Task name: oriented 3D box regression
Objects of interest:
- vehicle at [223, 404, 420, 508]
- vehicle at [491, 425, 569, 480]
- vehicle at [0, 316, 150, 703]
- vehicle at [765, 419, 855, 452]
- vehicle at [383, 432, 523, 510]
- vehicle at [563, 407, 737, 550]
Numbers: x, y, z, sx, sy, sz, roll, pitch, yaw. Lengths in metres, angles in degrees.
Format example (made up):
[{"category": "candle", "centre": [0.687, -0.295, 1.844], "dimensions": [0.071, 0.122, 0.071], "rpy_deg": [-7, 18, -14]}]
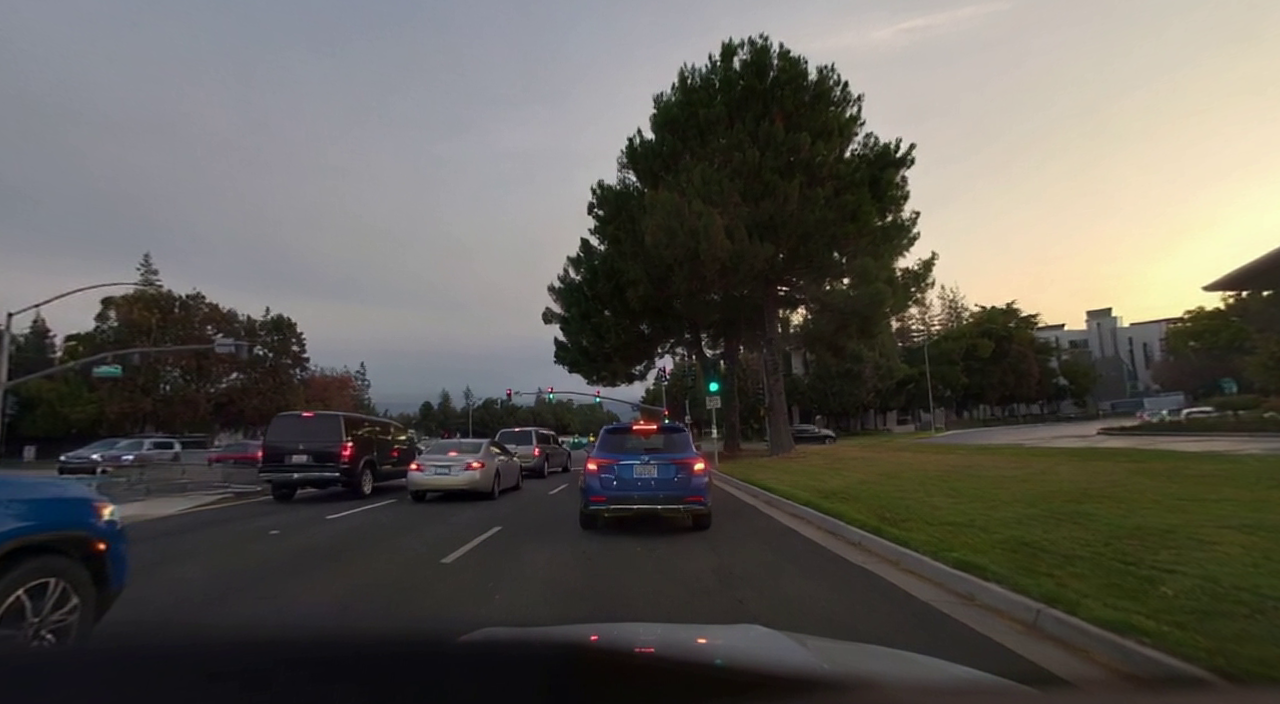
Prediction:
[{"category": "vehicle", "centre": [-7.388, 2.501, 15.513], "dimensions": [2.195, 2.093, 5.185], "rpy_deg": [0, -9, -1]}, {"category": "vehicle", "centre": [-3.909, 3.684, 23.322], "dimensions": [2.043, 1.813, 4.549], "rpy_deg": [0, -9, 0]}, {"category": "vehicle", "centre": [-4.060, 0.552, 1.264], "dimensions": [2.088, 1.947, 5.119], "rpy_deg": [0, -9, -1]}, {"category": "vehicle", "centre": [10.709, 5.326, 40.075], "dimensions": [5.152, 2.001, 2.060], "rpy_deg": [-1, -9, 4]}, {"category": "vehicle", "centre": [-4.077, 2.675, 14.620], "dimensions": [1.942, 1.523, 4.212], "rpy_deg": [0, -9, 0]}, {"category": "vehicle", "centre": [0.101, 1.828, 9.709], "dimensions": [2.055, 1.681, 4.270], "rpy_deg": [0, -9, -1]}]
